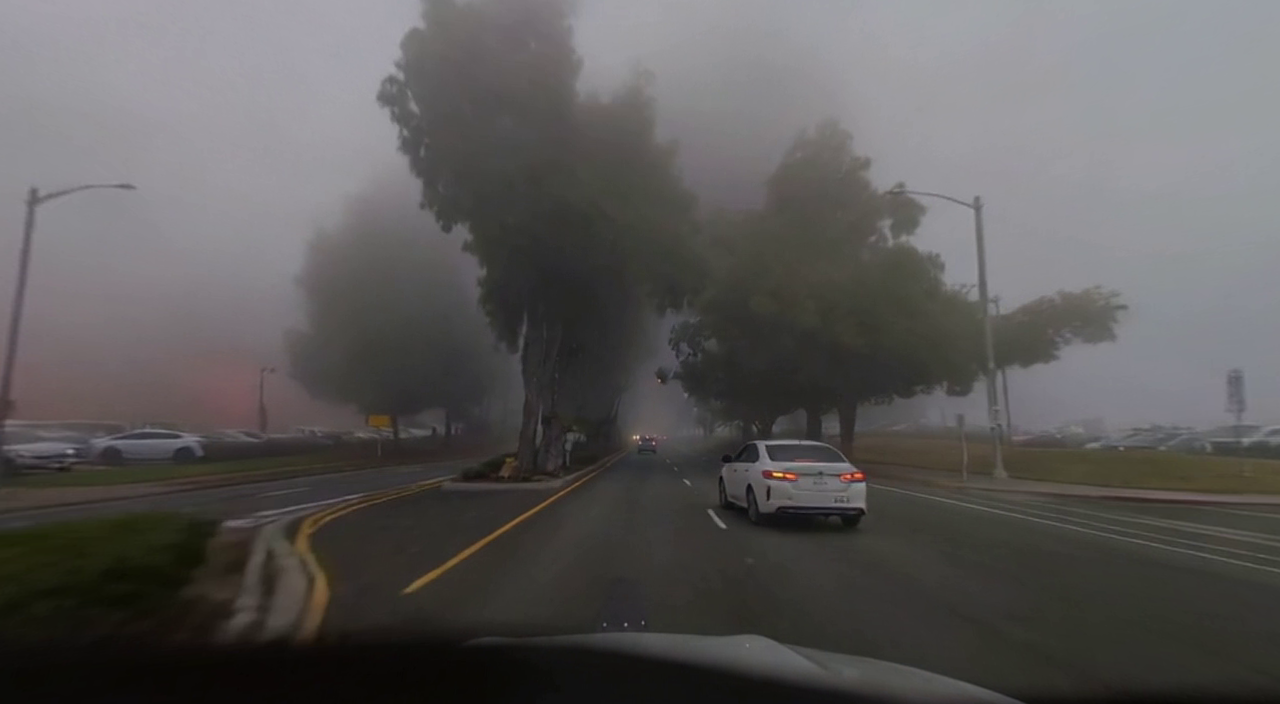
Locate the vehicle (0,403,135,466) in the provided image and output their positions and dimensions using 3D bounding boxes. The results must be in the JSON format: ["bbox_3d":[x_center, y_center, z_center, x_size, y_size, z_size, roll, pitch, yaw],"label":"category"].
[{"bbox_3d":[-35.299,4.671,35.600,10.503,3.405,3.038,0,-8,-2],"label":"vehicle"}]

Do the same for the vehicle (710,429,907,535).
[{"bbox_3d":[2.654,2.190,11.312,2.091,1.472,4.697,0,-8,-2],"label":"vehicle"}]

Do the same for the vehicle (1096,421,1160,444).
[{"bbox_3d":[33.078,5.515,42.895,1.888,1.467,4.425,-2,-8,16],"label":"vehicle"}]

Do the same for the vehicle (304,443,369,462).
[{"bbox_3d":[-23.166,7.671,48.157,4.077,1.342,1.813,-1,-8,5],"label":"vehicle"}]

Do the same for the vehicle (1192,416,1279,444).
[{"bbox_3d":[38.312,5.116,40.712,1.983,1.553,5.043,-5,-10,18],"label":"vehicle"}]

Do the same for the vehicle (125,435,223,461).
[{"bbox_3d":[-36.457,7.529,49.442,5.748,1.927,2.252,1,-8,-4],"label":"vehicle"}]

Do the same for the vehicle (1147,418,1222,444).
[{"bbox_3d":[35.433,5.203,41.158,1.793,1.488,4.488,-2,-9,14],"label":"vehicle"}]
